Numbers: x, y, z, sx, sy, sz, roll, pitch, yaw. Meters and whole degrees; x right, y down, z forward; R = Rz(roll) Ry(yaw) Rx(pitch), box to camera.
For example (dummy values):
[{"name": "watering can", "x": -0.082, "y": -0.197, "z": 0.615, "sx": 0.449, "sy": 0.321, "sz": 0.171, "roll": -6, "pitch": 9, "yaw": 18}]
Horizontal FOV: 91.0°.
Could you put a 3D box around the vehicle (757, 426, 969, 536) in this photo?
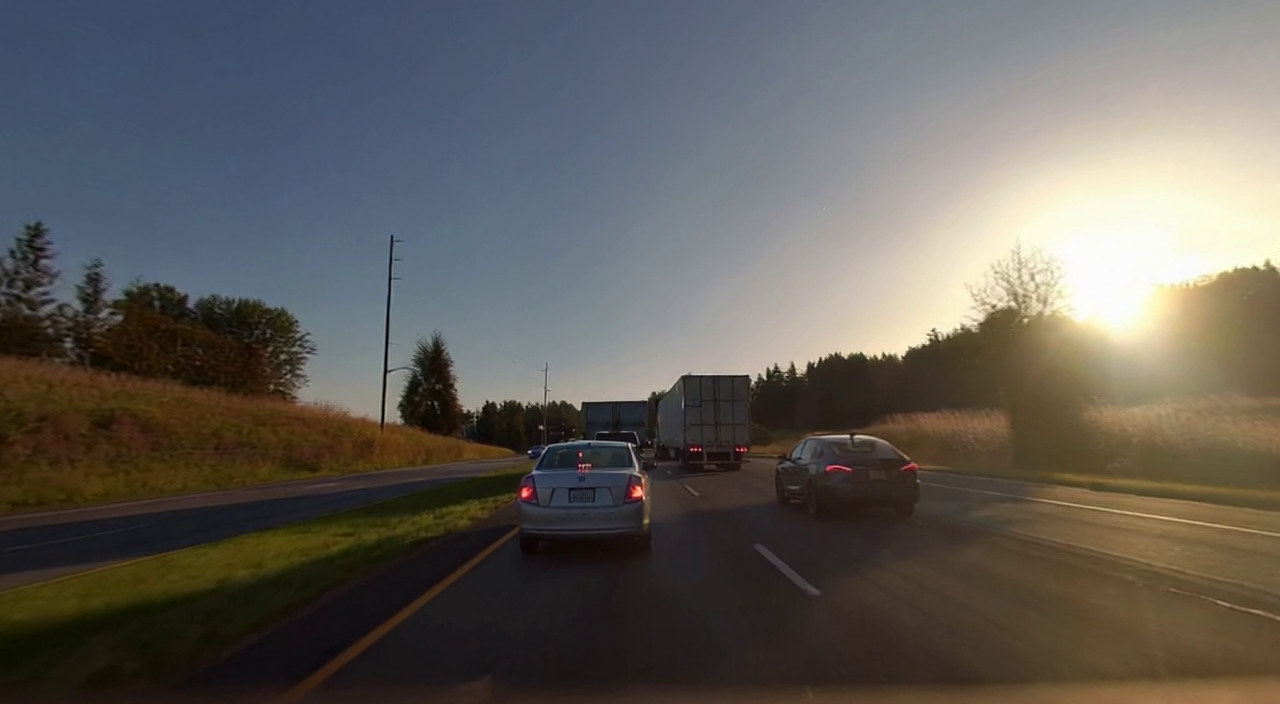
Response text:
[{"name": "vehicle", "x": 3.544, "y": 2.137, "z": 11.150, "sx": 1.960, "sy": 1.515, "sz": 4.713, "roll": 0, "pitch": -8, "yaw": -1}]

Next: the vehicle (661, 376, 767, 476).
[{"name": "vehicle", "x": 3.454, "y": 4.320, "z": 35.469, "sx": 3.591, "sy": 4.290, "sz": 16.696, "roll": 0, "pitch": -8, "yaw": -1}]

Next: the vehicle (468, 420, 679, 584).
[{"name": "vehicle", "x": -0.707, "y": 1.730, "z": 8.110, "sx": 2.009, "sy": 1.554, "sz": 4.013, "roll": 0, "pitch": -8, "yaw": -2}]
